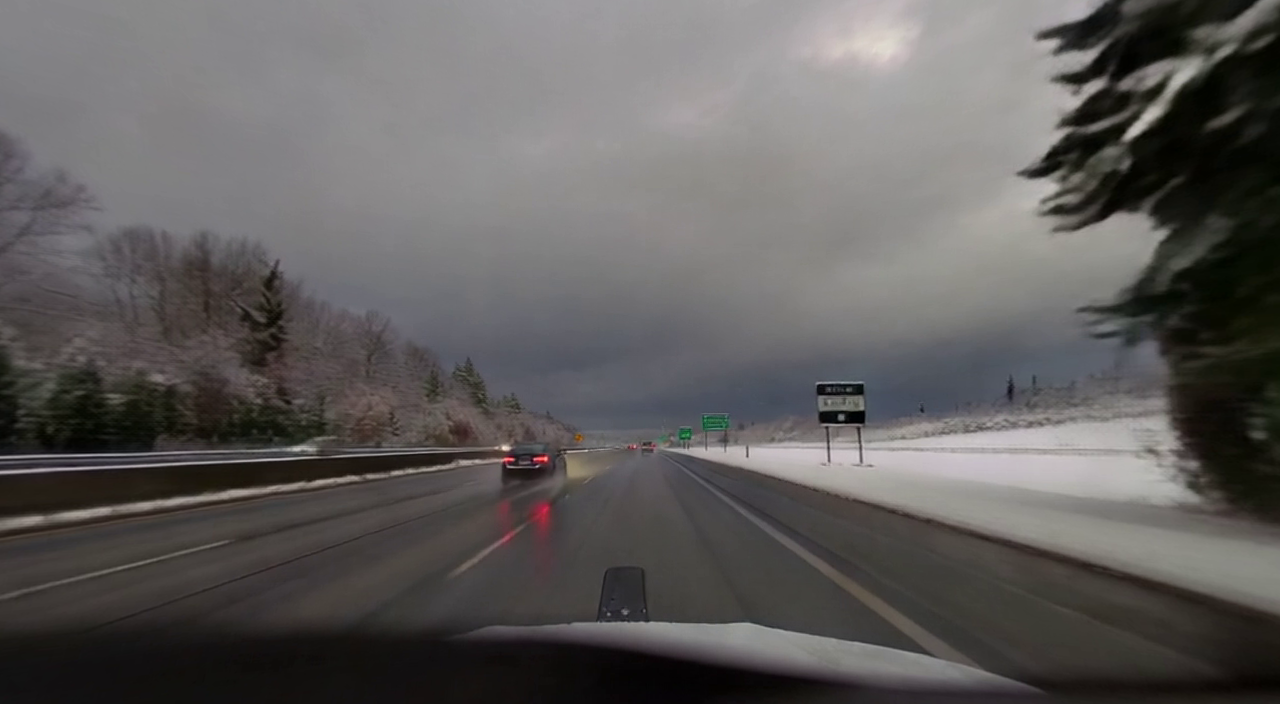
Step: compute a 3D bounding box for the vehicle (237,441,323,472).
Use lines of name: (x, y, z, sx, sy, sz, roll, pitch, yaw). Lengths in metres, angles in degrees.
vehicle: (-19.921, 5.783, 35.055, 1.935, 1.612, 4.573, 0, -8, 2)

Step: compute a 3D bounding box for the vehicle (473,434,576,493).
vehicle: (-3.343, 3.335, 19.279, 2.061, 1.572, 4.814, 0, -8, 2)
